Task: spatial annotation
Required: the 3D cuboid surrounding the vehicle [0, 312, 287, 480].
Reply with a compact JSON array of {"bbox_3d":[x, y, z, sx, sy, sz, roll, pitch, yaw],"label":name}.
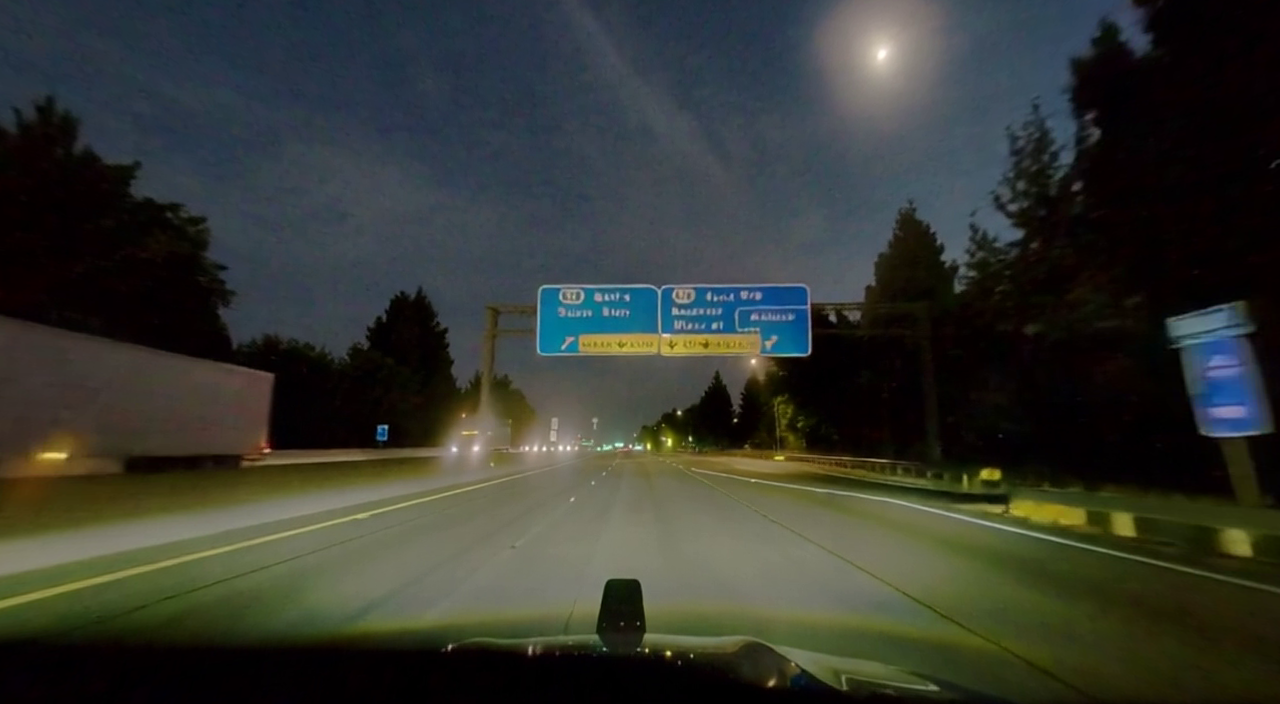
[{"bbox_3d":[-16.319,1.581,18.138,2.878,3.843,16.564,0,-9,0],"label":"vehicle"}]
